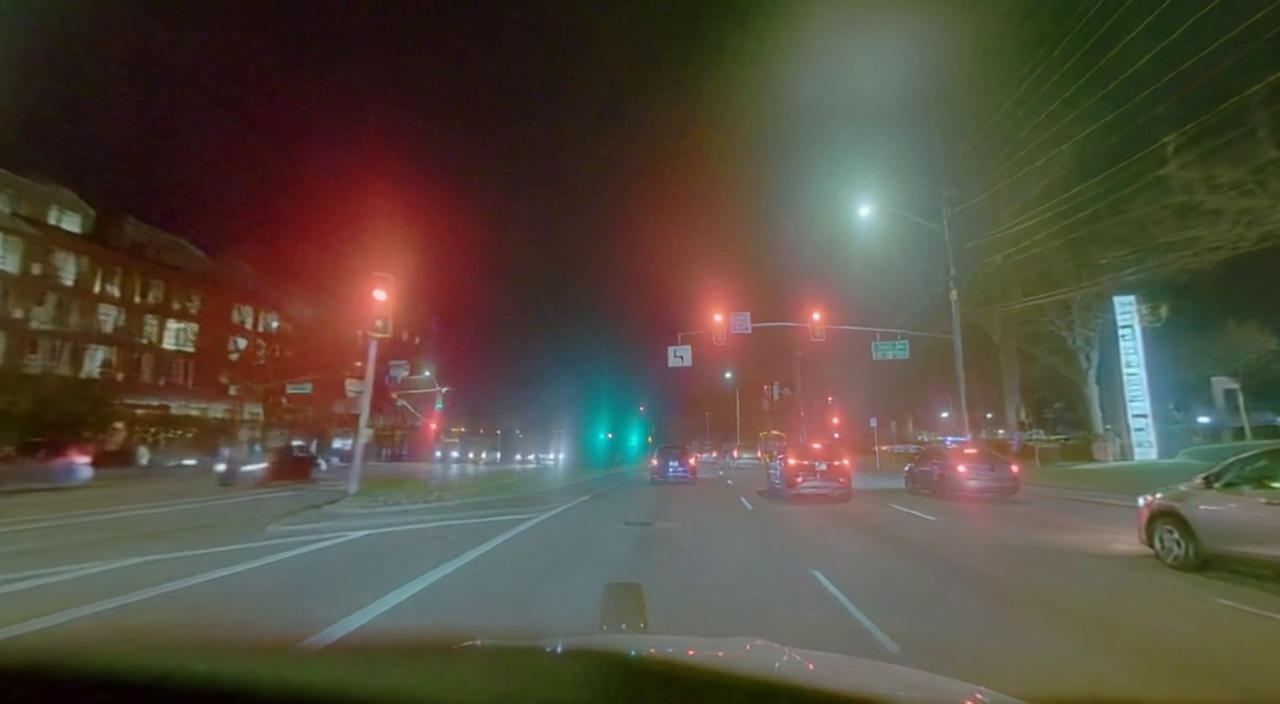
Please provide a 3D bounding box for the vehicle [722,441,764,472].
[{"bbox_3d":[5.702,5.825,35.312,1.896,1.612,4.203,-1,-8,4],"label":"vehicle"}]

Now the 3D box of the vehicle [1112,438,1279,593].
[{"bbox_3d":[7.073,1.547,5.887,1.866,1.471,4.478,0,-8,1],"label":"vehicle"}]

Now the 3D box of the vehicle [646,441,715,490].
[{"bbox_3d":[1.456,3.897,22.088,2.168,1.527,4.174,-1,-8,5],"label":"vehicle"}]

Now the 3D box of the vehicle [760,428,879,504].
[{"bbox_3d":[4.831,3.133,17.819,2.119,1.810,4.848,0,-8,3],"label":"vehicle"}]

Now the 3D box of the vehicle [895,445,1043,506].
[{"bbox_3d":[9.058,3.387,17.866,1.882,1.463,4.543,0,-8,2],"label":"vehicle"}]

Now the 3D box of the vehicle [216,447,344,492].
[{"bbox_3d":[-12.326,4.026,21.955,1.779,1.388,4.210,0,-8,4],"label":"vehicle"}]
